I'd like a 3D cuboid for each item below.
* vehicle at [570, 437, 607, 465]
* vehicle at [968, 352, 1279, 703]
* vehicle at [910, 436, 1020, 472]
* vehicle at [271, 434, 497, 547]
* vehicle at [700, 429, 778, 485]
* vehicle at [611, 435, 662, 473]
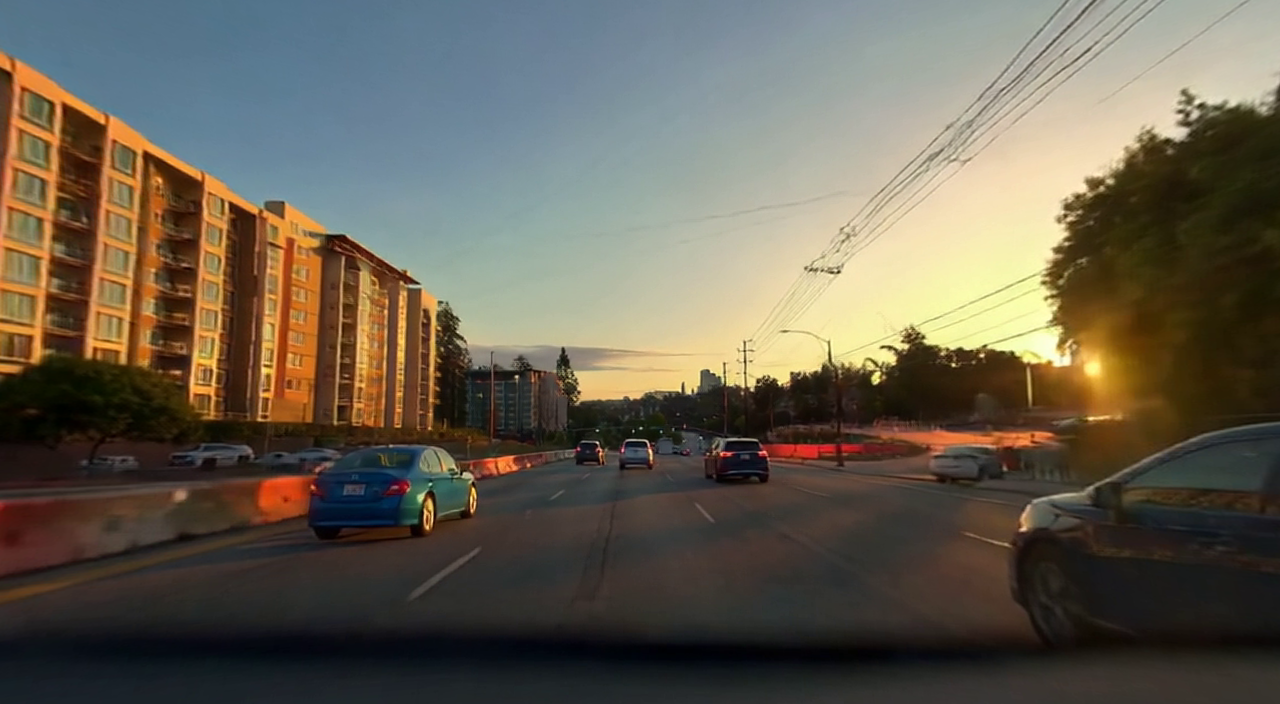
[{"bbox_3d":[-3.524,6.864,44.107,2.190,1.832,4.417,0,-8,1],"label":"vehicle"},{"bbox_3d":[3.212,0.809,2.210,1.975,1.598,4.025,0,-8,1],"label":"vehicle"},{"bbox_3d":[16.300,5.090,31.767,4.594,1.664,2.036,-6,-10,34],"label":"vehicle"},{"bbox_3d":[-3.849,2.140,10.468,1.968,1.473,4.209,0,-8,0],"label":"vehicle"},{"bbox_3d":[3.428,3.716,22.679,2.029,1.797,4.218,0,-8,-1],"label":"vehicle"},{"bbox_3d":[-0.178,4.959,30.944,2.291,1.714,4.217,0,-8,0],"label":"vehicle"}]
